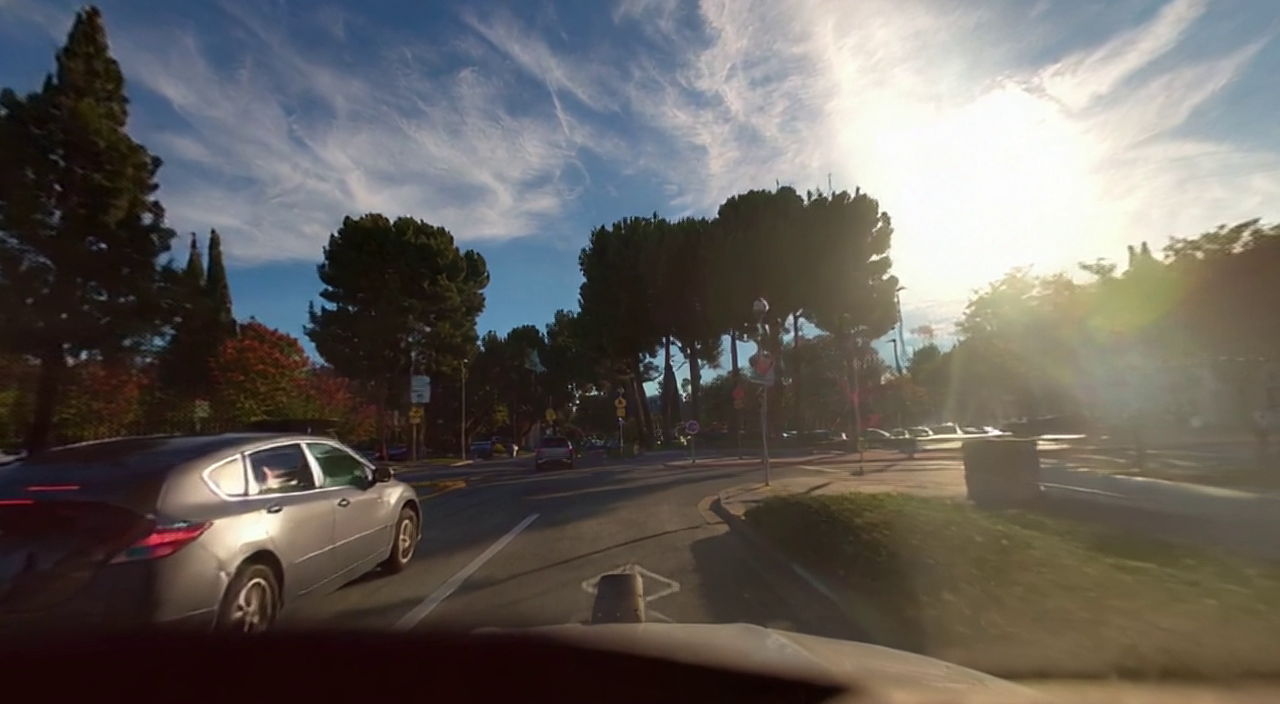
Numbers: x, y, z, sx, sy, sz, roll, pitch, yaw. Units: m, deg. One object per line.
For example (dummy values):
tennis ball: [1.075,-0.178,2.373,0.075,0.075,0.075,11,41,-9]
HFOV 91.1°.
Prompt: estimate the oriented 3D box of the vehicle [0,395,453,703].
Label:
vehicle: [-3.013,1.202,4.649,1.853,1.478,4.381,0,-8,1]

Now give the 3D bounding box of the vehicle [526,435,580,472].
vehicle: [-3.640,4.295,26.969,1.962,1.424,4.289,0,-8,-3]
